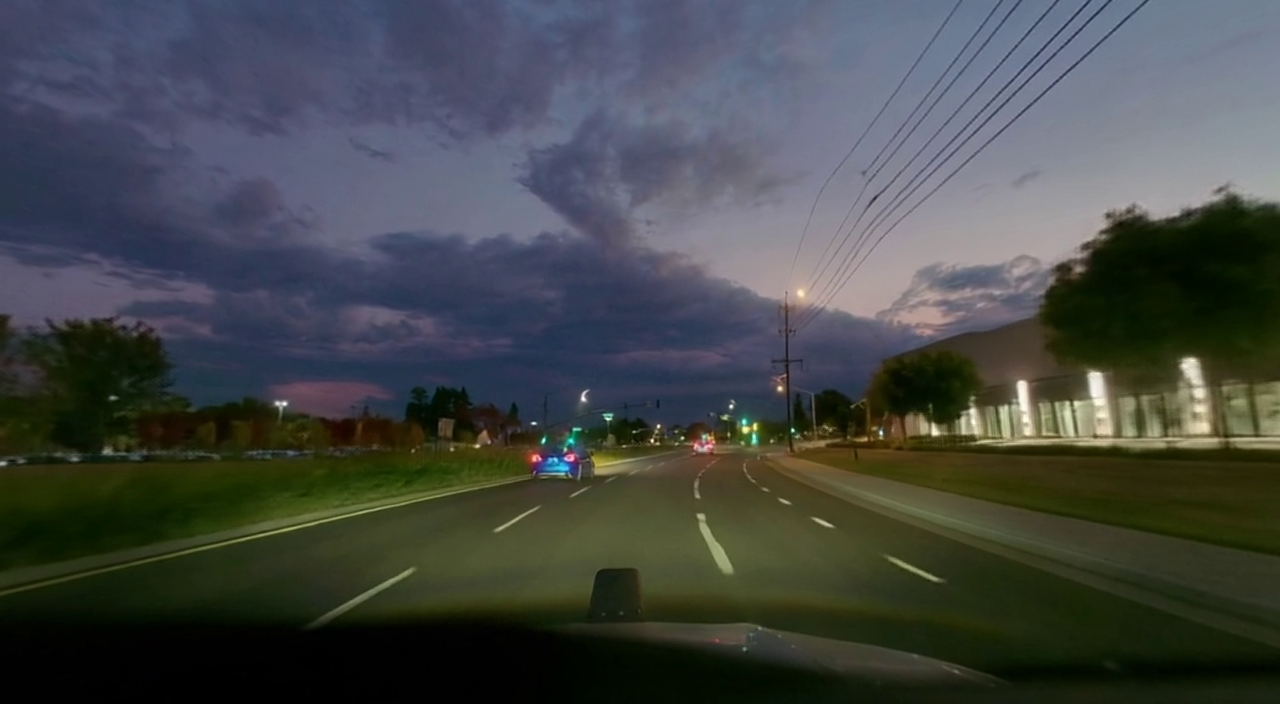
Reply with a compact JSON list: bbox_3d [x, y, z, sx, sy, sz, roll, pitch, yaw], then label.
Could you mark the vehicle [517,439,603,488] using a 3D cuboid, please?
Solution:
[{"bbox_3d":[-2.638,3.810,21.976,1.928,1.488,4.635,-1,-8,6],"label":"vehicle"}]
